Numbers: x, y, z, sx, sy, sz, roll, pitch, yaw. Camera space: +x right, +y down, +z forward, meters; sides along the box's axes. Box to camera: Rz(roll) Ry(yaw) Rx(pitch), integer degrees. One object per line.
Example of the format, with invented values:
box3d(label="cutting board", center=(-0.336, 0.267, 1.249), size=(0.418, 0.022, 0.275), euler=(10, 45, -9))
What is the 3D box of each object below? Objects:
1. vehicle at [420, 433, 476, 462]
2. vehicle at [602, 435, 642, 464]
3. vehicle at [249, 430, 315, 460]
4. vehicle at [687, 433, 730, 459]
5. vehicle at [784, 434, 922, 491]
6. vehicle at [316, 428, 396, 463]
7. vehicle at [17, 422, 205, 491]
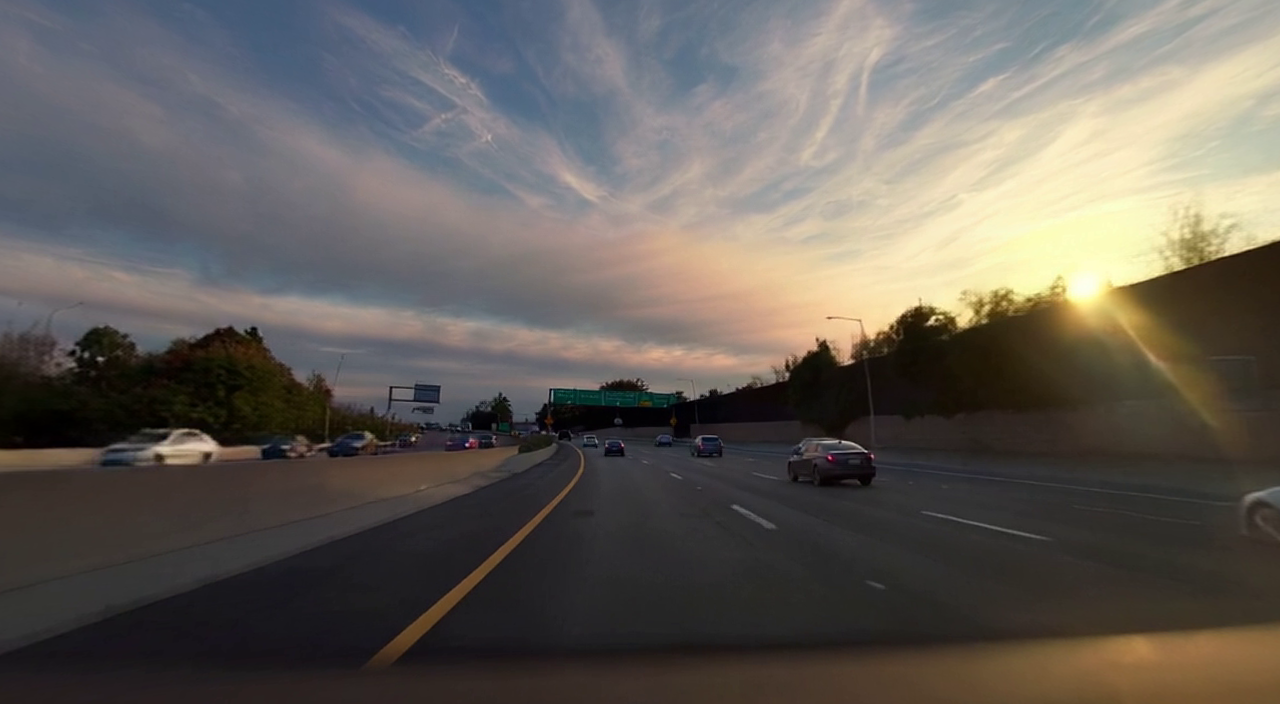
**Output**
box3d(label="vehicle", center=(-10.449, 5.254, 34.707), size=(1.900, 1.491, 4.406), euler=(0, -9, -3))
box3d(label="vehicle", center=(-1.076, 5.586, 36.275), size=(2.090, 1.510, 4.280), euler=(1, -9, -4))
box3d(label="vehicle", center=(-23.190, 6.086, 41.127), size=(1.970, 1.823, 4.503), euler=(1, -9, -6))
box3d(label="vehicle", center=(4.472, 6.245, 42.089), size=(2.094, 1.652, 3.955), euler=(1, -9, -5))
box3d(label="vehicle", center=(6.239, 3.315, 19.282), size=(2.196, 1.494, 4.735), euler=(1, -9, -5))
box3d(label="vehicle", center=(-16.065, 5.344, 36.091), size=(2.345, 1.818, 5.149), euler=(0, -9, -2))
box3d(label="vehicle", center=(-14.478, 2.891, 17.657), size=(1.912, 1.685, 3.901), euler=(0, -9, -3))
